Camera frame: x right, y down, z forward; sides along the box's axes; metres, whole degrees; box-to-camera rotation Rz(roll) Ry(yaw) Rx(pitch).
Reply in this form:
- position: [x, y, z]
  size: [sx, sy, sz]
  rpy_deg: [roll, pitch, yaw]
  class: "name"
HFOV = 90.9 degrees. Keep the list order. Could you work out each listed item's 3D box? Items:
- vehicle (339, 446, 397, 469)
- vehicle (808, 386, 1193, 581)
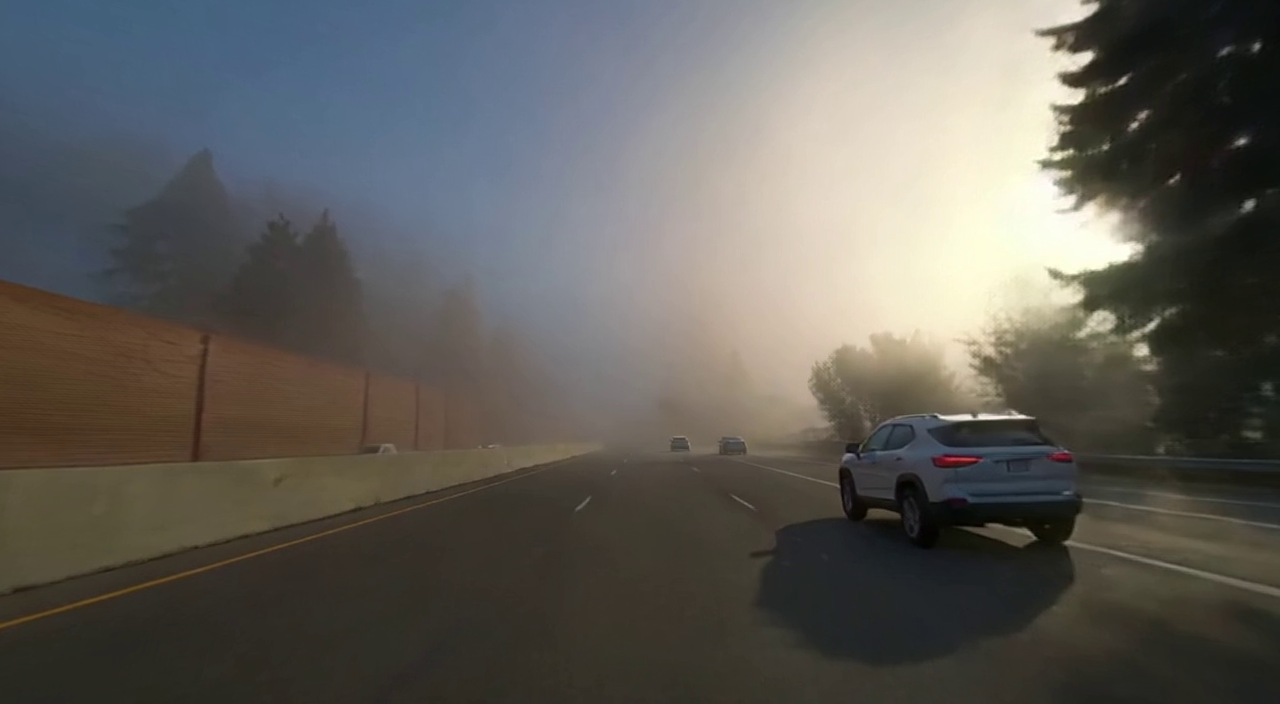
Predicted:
- position: [-18.008, 6.973, 41.933]
  size: [1.805, 1.465, 4.453]
  rpy_deg: [-1, -8, 1]
  class: "vehicle"
- position: [3.973, 1.556, 8.231]
  size: [2.190, 1.783, 4.637]
  rpy_deg: [0, -8, -1]
  class: "vehicle"
